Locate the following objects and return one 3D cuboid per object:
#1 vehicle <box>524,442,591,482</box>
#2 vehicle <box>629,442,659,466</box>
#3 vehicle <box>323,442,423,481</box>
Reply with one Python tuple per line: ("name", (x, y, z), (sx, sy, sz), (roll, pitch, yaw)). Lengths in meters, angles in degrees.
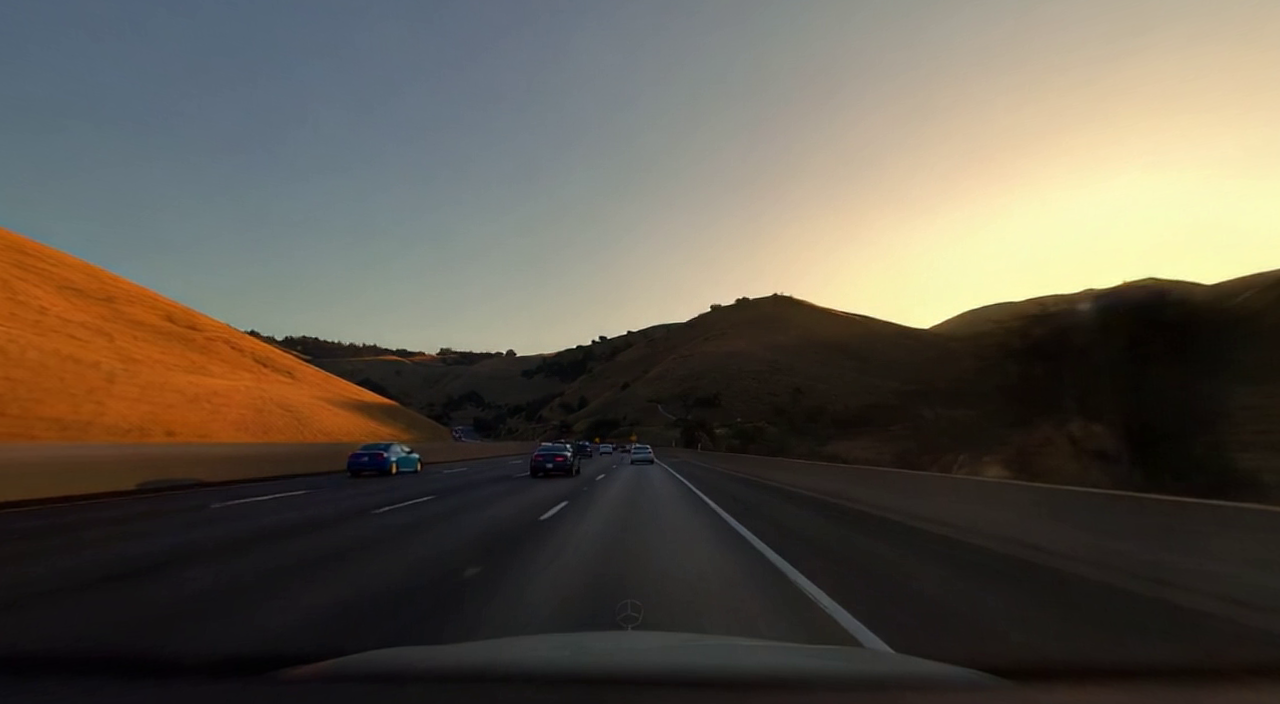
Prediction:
("vehicle", (-3.347, 4.564, 26.573), (2.080, 1.505, 4.649), (-1, -8, 1))
("vehicle", (0.333, 7.555, 47.067), (2.138, 1.674, 4.044), (0, -8, 1))
("vehicle", (-11.018, 4.532, 26.489), (1.945, 1.466, 4.947), (0, -8, 1))
